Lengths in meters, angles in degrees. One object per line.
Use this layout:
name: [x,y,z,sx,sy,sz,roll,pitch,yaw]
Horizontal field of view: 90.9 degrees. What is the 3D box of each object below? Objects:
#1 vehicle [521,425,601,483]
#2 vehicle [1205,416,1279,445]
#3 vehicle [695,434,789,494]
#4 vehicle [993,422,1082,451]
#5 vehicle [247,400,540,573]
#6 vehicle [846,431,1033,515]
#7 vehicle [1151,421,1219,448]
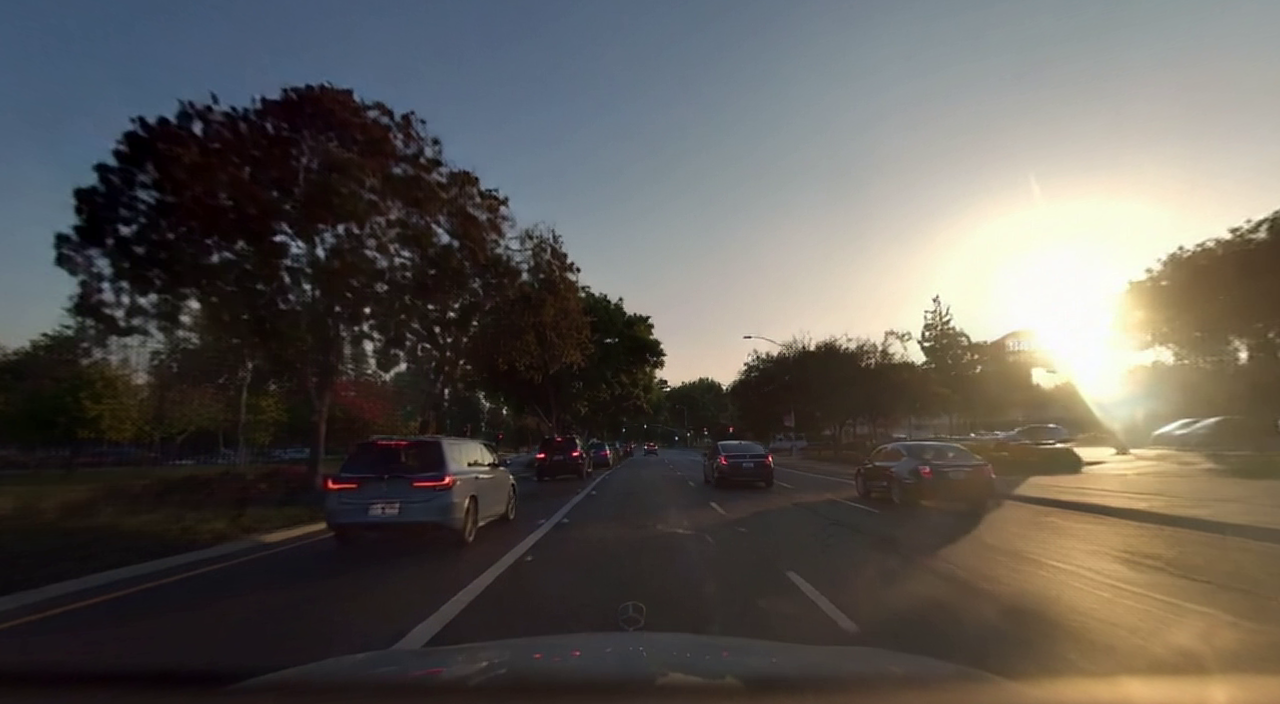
vehicle: [-2.605,3.508,21.869,2.117,1.799,4.442,0,-9,1]
vehicle: [33.922,4.440,35.399,1.983,1.520,4.391,-3,-9,25]
vehicle: [2.817,3.207,18.374,2.004,1.512,4.206,0,-9,0]
vehicle: [29.820,6.387,47.437,2.209,1.864,5.044,2,-11,-28]
vehicle: [-2.829,1.676,8.587,2.141,1.719,4.379,0,-9,1]
vehicle: [6.373,2.618,14.188,1.881,1.540,4.750,0,-9,0]
vehicle: [30.977,4.749,35.966,1.787,1.423,4.347,-4,-10,26]
